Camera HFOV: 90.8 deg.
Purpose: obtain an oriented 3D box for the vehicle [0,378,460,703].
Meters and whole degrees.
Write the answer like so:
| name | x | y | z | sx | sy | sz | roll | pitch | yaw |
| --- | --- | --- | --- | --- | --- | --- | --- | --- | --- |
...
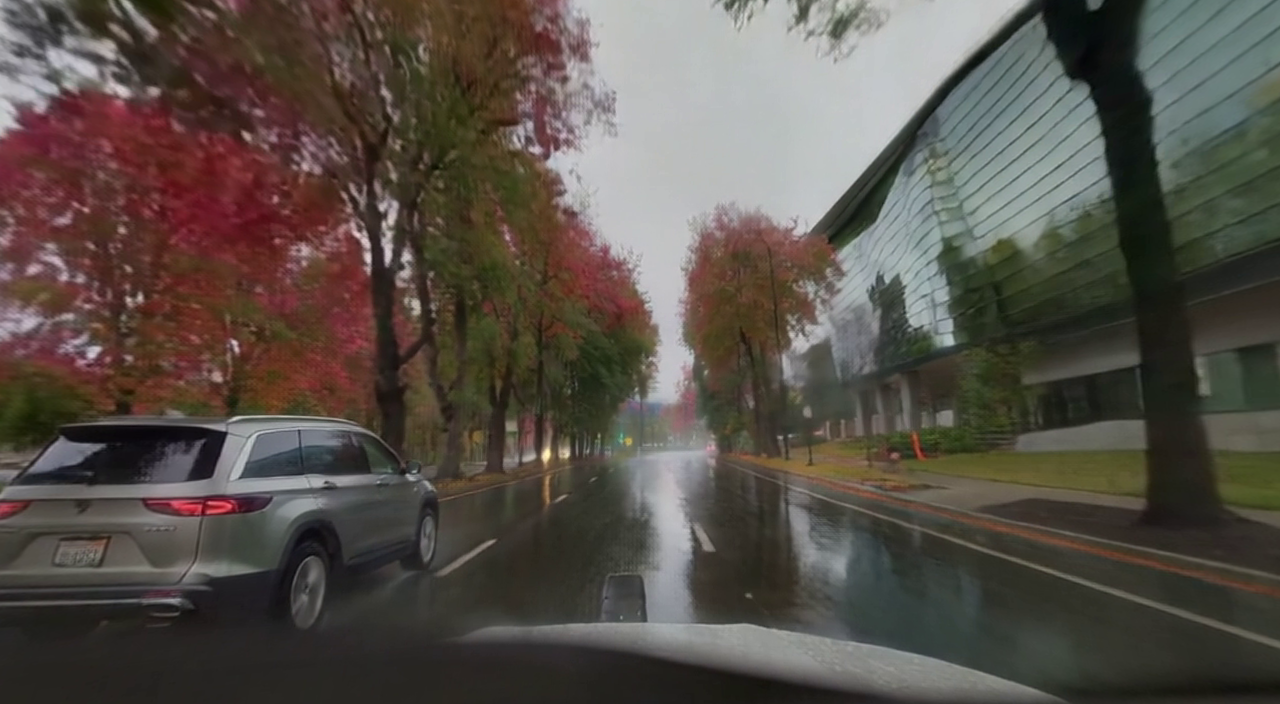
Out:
| name | x | y | z | sx | sy | sz | roll | pitch | yaw |
| --- | --- | --- | --- | --- | --- | --- | --- | --- | --- |
| vehicle | -3.272 | 1.314 | 5.401 | 2.067 | 1.700 | 4.561 | 0 | -8 | 1 |
